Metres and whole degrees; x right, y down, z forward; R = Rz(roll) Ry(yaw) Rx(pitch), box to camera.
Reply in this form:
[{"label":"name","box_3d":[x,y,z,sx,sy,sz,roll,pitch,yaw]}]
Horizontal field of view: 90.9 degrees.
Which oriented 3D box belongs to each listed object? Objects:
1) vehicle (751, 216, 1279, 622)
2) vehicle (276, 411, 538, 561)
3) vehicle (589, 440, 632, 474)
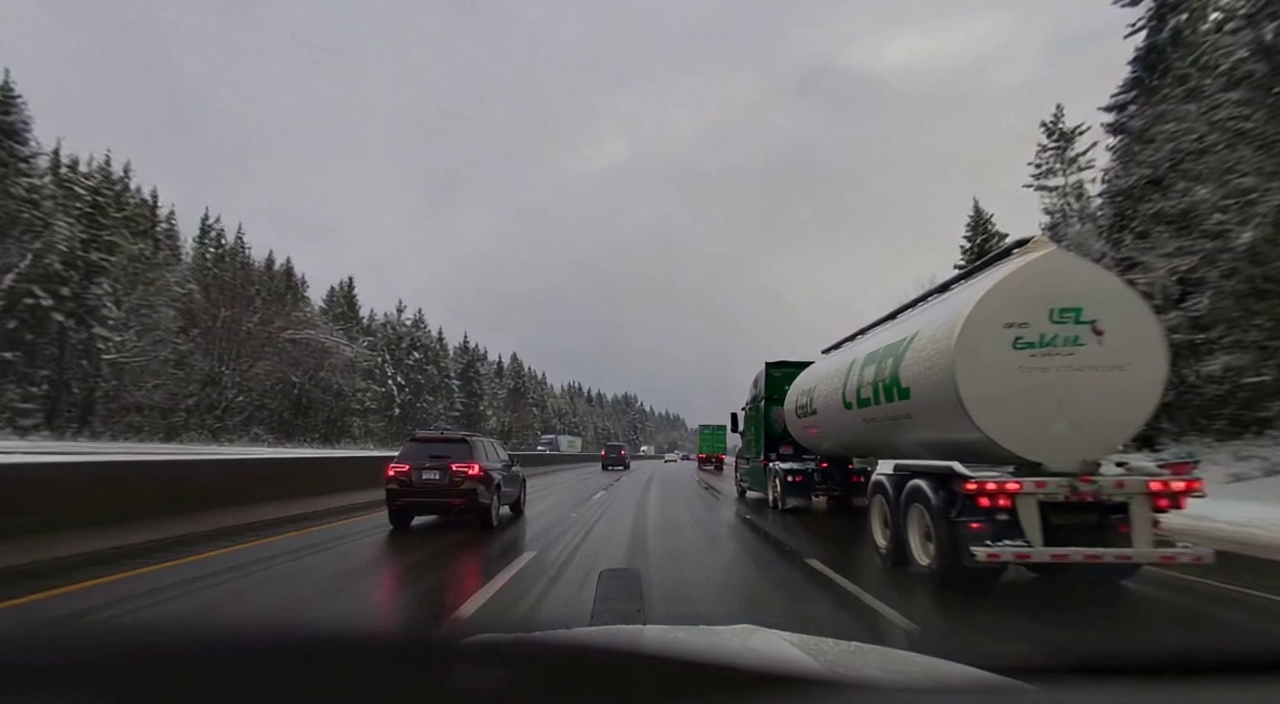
[{"label":"vehicle","box_3d":[4.387,1.389,11.182,2.732,3.585,11.338,0,-9,0]},{"label":"vehicle","box_3d":[-3.074,1.903,9.585,2.205,1.728,4.397,0,-9,1]},{"label":"vehicle","box_3d":[-1.796,6.732,40.585,2.201,2.038,5.065,-1,-9,4]}]
